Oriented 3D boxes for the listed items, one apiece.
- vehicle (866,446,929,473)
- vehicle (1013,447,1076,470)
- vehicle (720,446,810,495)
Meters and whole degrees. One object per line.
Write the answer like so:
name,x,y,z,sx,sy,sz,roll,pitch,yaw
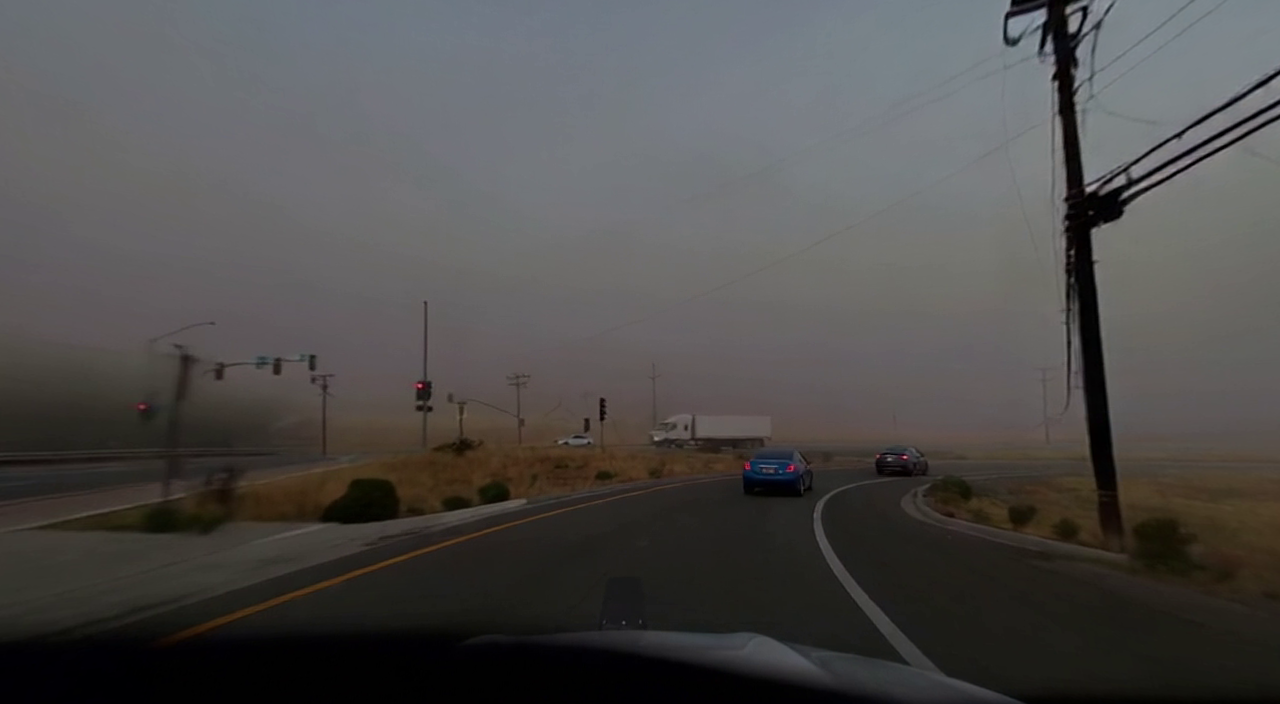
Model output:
vehicle,14.923,6.162,36.428,1.836,1.465,4.307,-8,-11,43
vehicle,29.975,7.865,46.711,4.102,1.552,1.931,4,-9,-26
vehicle,4.278,3.845,20.987,2.026,1.407,4.374,-4,-9,23
